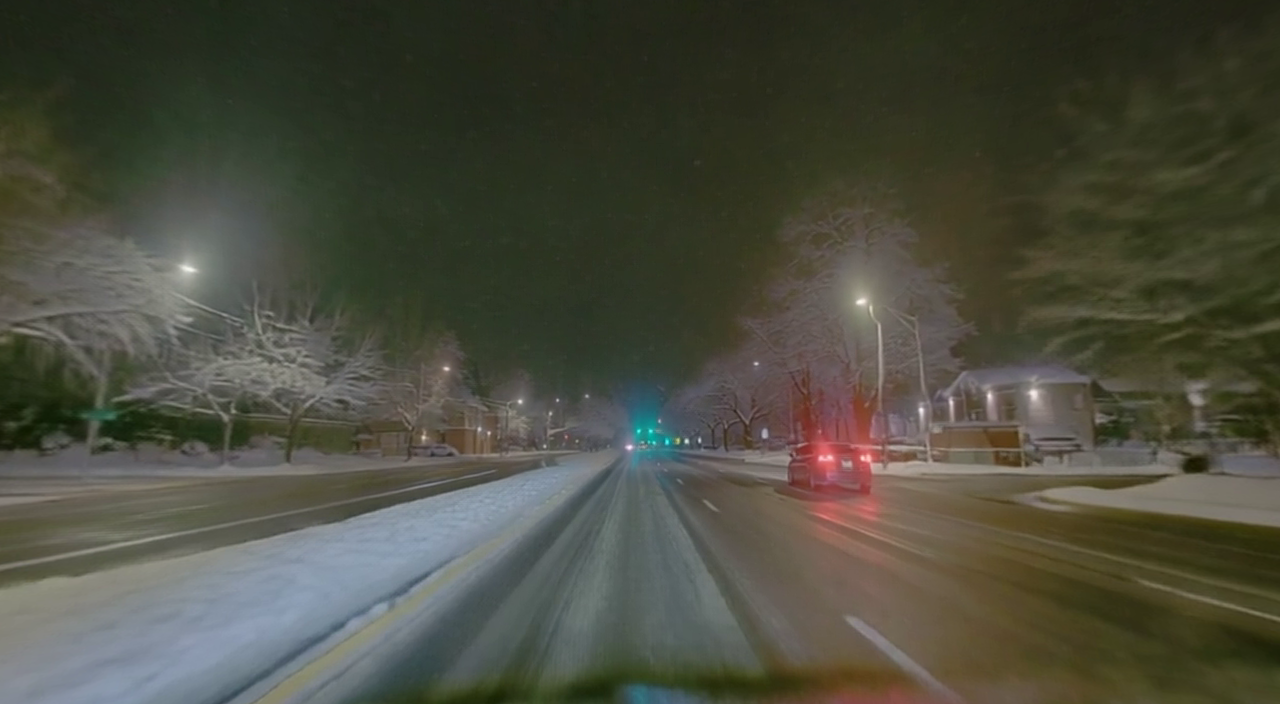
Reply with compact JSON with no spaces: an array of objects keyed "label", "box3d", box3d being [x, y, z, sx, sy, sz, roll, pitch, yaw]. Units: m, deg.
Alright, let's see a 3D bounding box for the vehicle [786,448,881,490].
[{"label":"vehicle","box3d":[7.136,4.350,23.783,2.054,1.421,4.487,0,-9,-1]}]
